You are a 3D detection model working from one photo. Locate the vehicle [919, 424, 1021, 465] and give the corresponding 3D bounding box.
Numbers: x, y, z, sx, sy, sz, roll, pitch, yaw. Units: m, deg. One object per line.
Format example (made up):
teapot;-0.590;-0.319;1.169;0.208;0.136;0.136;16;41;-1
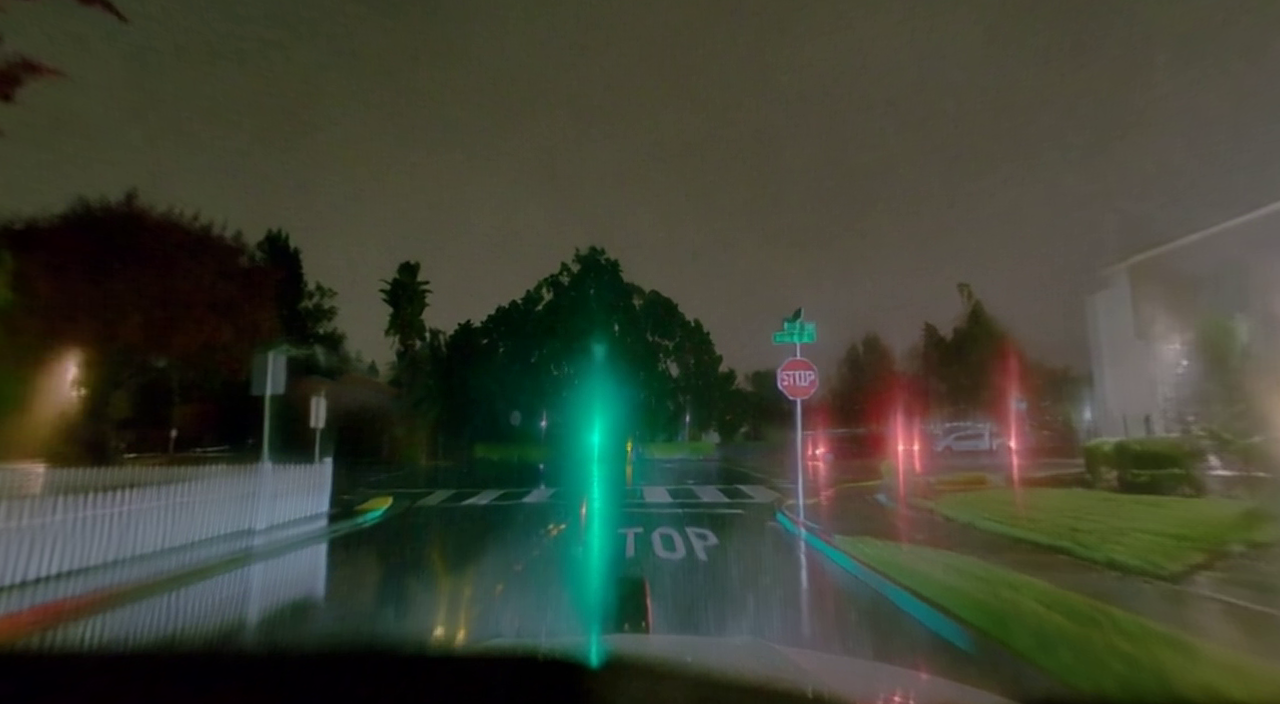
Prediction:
vehicle;18.922;5.346;36.360;2.395;2.164;4.475;5;-10;-27
